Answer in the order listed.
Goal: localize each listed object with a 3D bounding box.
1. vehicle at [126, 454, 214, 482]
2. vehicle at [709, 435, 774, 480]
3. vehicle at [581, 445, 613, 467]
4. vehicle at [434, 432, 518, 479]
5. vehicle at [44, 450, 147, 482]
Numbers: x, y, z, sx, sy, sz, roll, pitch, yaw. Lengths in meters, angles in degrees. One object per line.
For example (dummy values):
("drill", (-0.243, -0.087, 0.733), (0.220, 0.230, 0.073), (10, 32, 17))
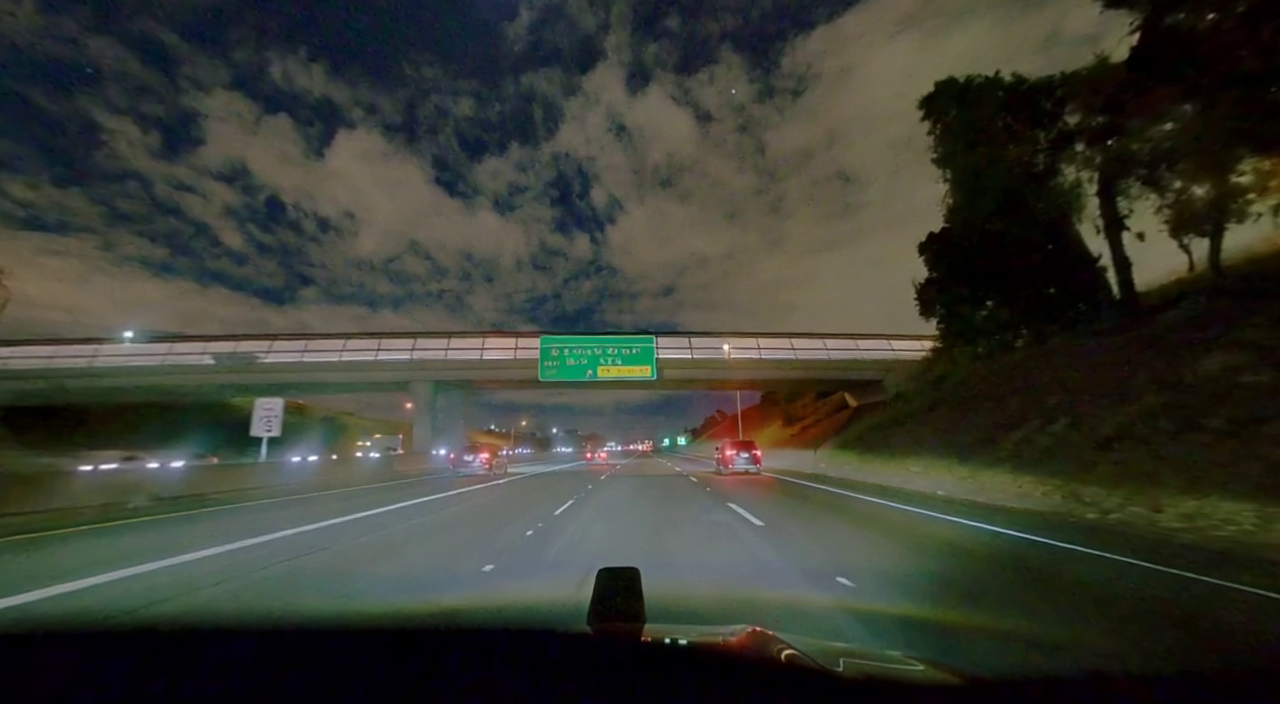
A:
("vehicle", (-28.875, 7.124, 38.897), (1.845, 1.514, 4.682), (0, -9, 0))
("vehicle", (4.198, 4.446, 26.715), (1.990, 1.735, 4.276), (0, -9, 0))
("vehicle", (-3.154, 7.722, 47.040), (2.067, 1.528, 4.551), (0, -9, 1))
("vehicle", (-7.570, 4.853, 29.793), (2.341, 1.959, 5.684), (0, -9, 1))
("vehicle", (-35.100, 7.338, 40.822), (2.034, 1.900, 5.300), (0, -9, -2))
